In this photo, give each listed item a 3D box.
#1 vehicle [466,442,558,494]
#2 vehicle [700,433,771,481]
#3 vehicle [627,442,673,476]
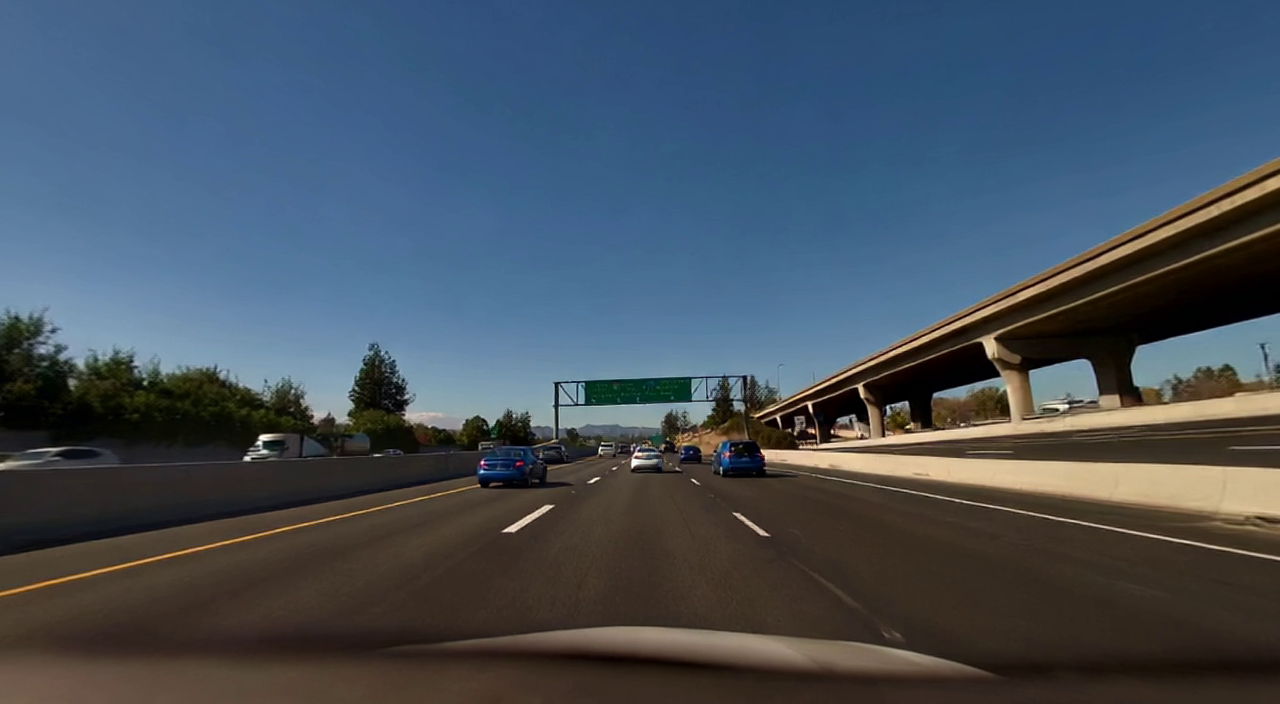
[{"bbox_3d":[-3.993,3.681,20.355,2.031,1.491,4.145,0,-9,1],"label":"vehicle"},{"bbox_3d":[3.769,4.239,25.606,2.202,1.748,4.158,0,-9,0],"label":"vehicle"},{"bbox_3d":[0.499,5.175,30.661,2.089,1.493,3.964,0,-8,1],"label":"vehicle"}]
